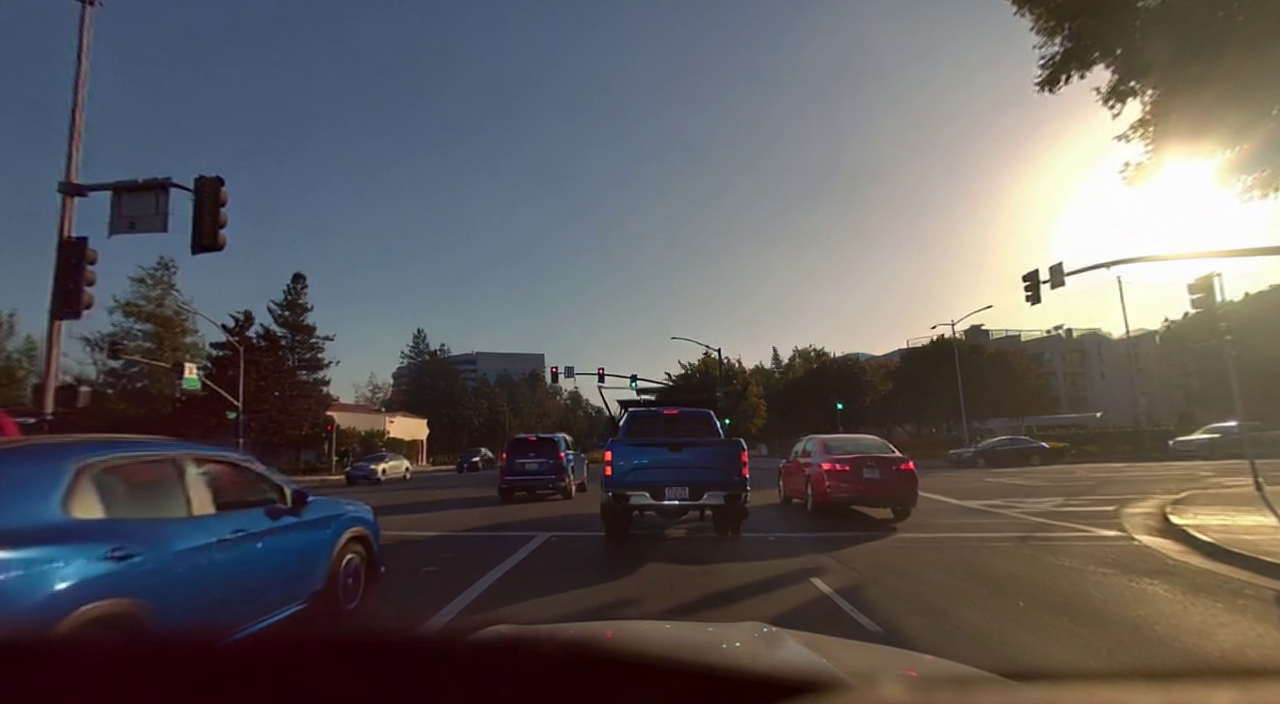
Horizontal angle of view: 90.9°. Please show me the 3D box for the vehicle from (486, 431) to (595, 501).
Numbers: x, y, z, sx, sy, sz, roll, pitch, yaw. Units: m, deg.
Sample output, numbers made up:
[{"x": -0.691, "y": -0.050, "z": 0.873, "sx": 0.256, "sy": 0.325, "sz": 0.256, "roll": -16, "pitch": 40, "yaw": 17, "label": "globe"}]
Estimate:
[{"x": -2.690, "y": 3.241, "z": 18.390, "sx": 2.125, "sy": 1.739, "sz": 4.707, "roll": -1, "pitch": -8, "yaw": 4, "label": "vehicle"}]

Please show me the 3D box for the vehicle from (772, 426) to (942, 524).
[{"x": 4.169, "y": 2.433, "z": 12.986, "sx": 1.984, "sy": 1.659, "sz": 4.226, "roll": 0, "pitch": -8, "yaw": 0, "label": "vehicle"}]

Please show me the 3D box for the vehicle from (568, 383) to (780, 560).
[{"x": 0.482, "y": 1.772, "z": 9.964, "sx": 2.505, "sy": 2.084, "sz": 4.768, "roll": 0, "pitch": -8, "yaw": 2, "label": "vehicle"}]

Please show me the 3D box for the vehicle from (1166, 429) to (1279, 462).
[{"x": 27.777, "y": 4.363, "z": 29.459, "sx": 4.681, "sy": 1.458, "sz": 1.908, "roll": 0, "pitch": -9, "yaw": -1, "label": "vehicle"}]

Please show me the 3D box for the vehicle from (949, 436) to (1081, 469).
[{"x": 16.896, "y": 4.538, "z": 28.518, "sx": 4.809, "sy": 1.458, "sz": 1.842, "roll": 0, "pitch": -9, "yaw": -3, "label": "vehicle"}]

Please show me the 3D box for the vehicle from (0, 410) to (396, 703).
[{"x": -3.321, "y": 1.130, "z": 3.449, "sx": 1.998, "sy": 1.481, "sz": 4.656, "roll": 0, "pitch": -8, "yaw": 1, "label": "vehicle"}]
